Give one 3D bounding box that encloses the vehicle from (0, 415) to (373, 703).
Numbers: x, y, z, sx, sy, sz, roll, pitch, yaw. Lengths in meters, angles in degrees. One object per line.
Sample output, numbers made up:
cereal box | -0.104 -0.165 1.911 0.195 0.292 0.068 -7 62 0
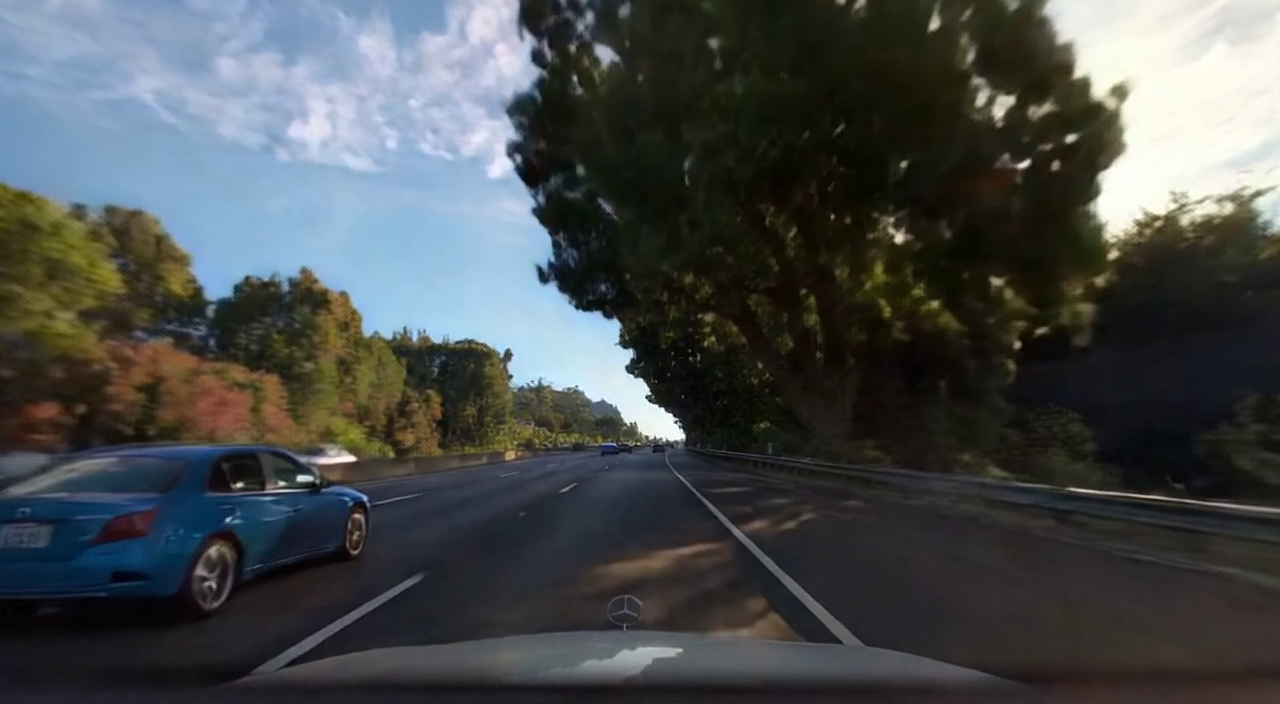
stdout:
vehicle | -4.187 1.343 5.117 1.996 1.454 4.495 0 -8 1
